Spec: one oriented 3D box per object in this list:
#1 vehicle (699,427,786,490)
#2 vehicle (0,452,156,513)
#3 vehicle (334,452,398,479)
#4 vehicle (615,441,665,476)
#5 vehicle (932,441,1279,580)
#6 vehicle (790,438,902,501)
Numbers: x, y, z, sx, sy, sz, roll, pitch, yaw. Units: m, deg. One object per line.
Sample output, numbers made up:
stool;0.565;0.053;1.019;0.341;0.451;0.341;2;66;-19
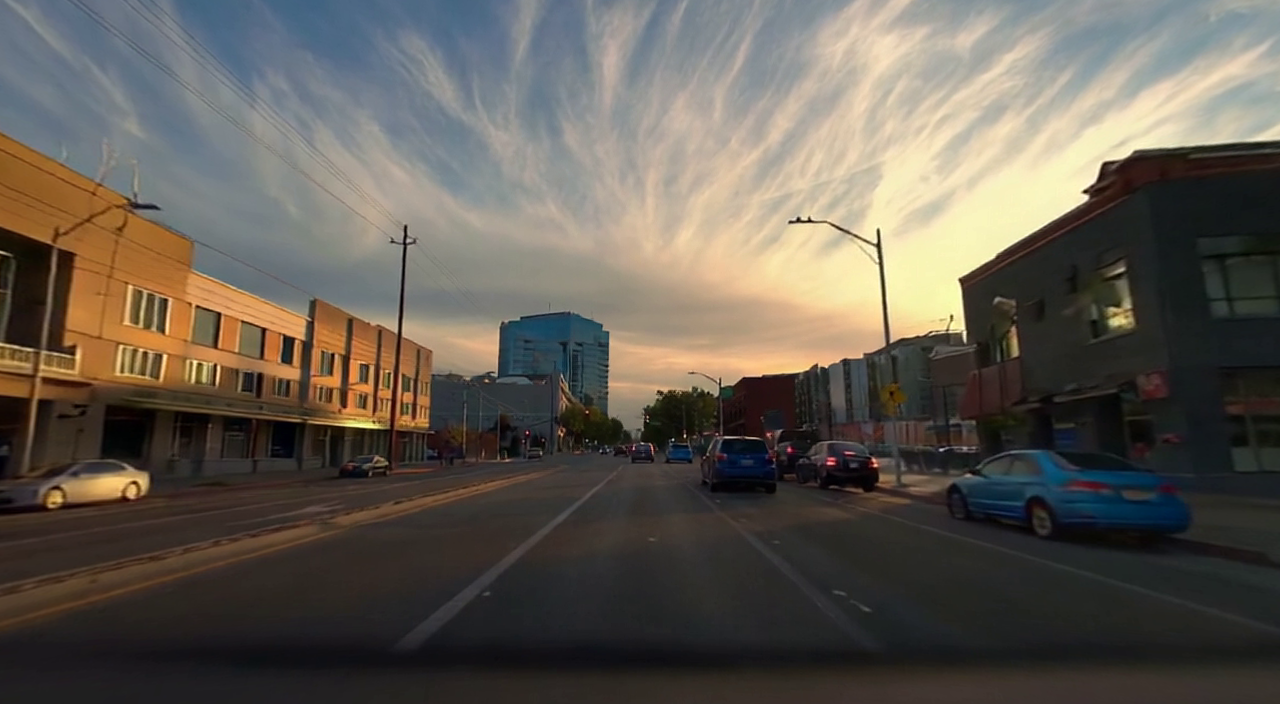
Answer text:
vehicle;3.385;3.661;21.887;2.159;1.938;4.836;0;-9;-1
vehicle;-17.460;3.816;18.943;1.946;1.471;4.912;-1;-8;0
vehicle;-17.343;7.185;40.160;1.924;1.558;4.620;-1;-9;1
vehicle;0.026;5.126;30.572;2.245;1.587;4.094;0;-9;0
vehicle;6.644;2.230;9.795;2.107;1.589;4.477;1;-9;1
vehicle;6.862;3.955;21.701;2.176;1.901;4.887;0;-9;0
